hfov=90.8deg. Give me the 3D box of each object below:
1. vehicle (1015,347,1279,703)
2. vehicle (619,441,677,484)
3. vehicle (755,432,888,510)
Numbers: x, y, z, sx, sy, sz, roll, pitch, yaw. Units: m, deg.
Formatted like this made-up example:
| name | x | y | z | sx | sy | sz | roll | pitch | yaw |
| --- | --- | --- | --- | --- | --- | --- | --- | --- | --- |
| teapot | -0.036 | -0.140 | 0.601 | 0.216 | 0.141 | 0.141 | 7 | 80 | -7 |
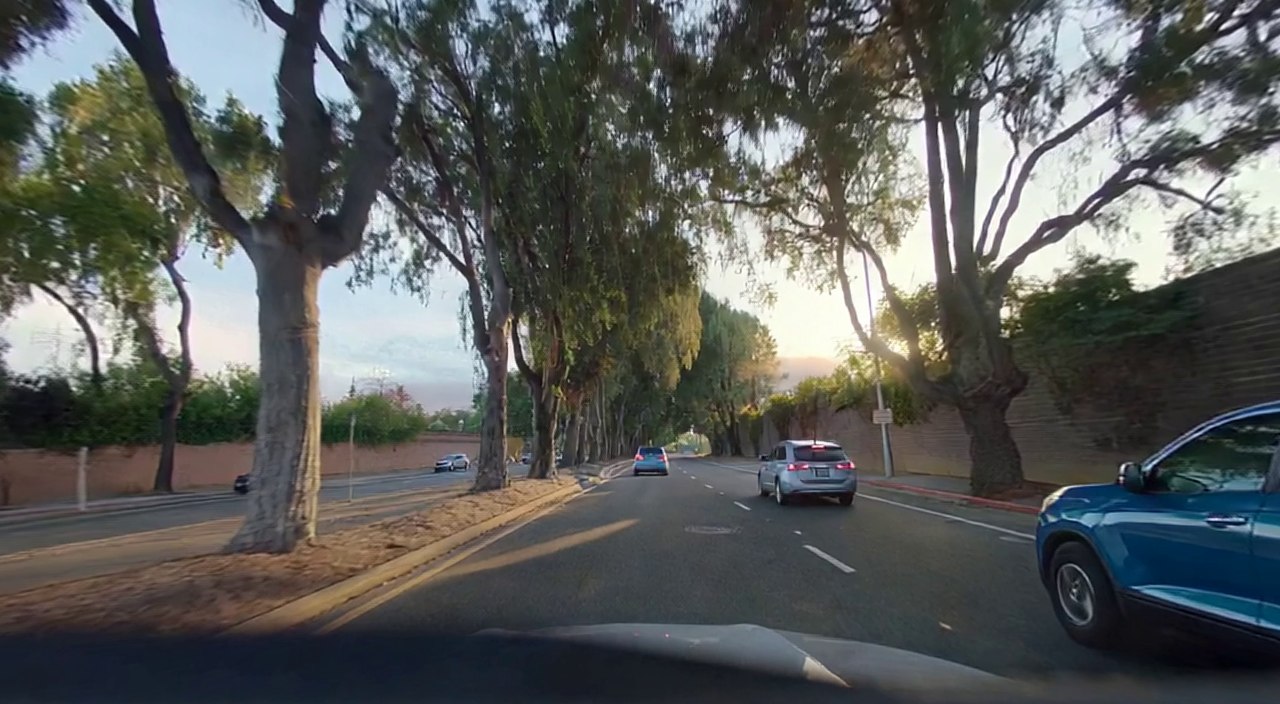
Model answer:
| name | x | y | z | sx | sy | sz | roll | pitch | yaw |
| --- | --- | --- | --- | --- | --- | --- | --- | --- | --- |
| vehicle | 4.060 | 0.760 | 2.165 | 2.470 | 1.751 | 5.015 | -1 | -8 | 1 |
| vehicle | 0.374 | 4.941 | 28.551 | 2.391 | 1.739 | 3.837 | -1 | -8 | 1 |
| vehicle | 4.589 | 3.078 | 16.822 | 2.155 | 1.752 | 4.456 | 0 | -8 | -1 |
